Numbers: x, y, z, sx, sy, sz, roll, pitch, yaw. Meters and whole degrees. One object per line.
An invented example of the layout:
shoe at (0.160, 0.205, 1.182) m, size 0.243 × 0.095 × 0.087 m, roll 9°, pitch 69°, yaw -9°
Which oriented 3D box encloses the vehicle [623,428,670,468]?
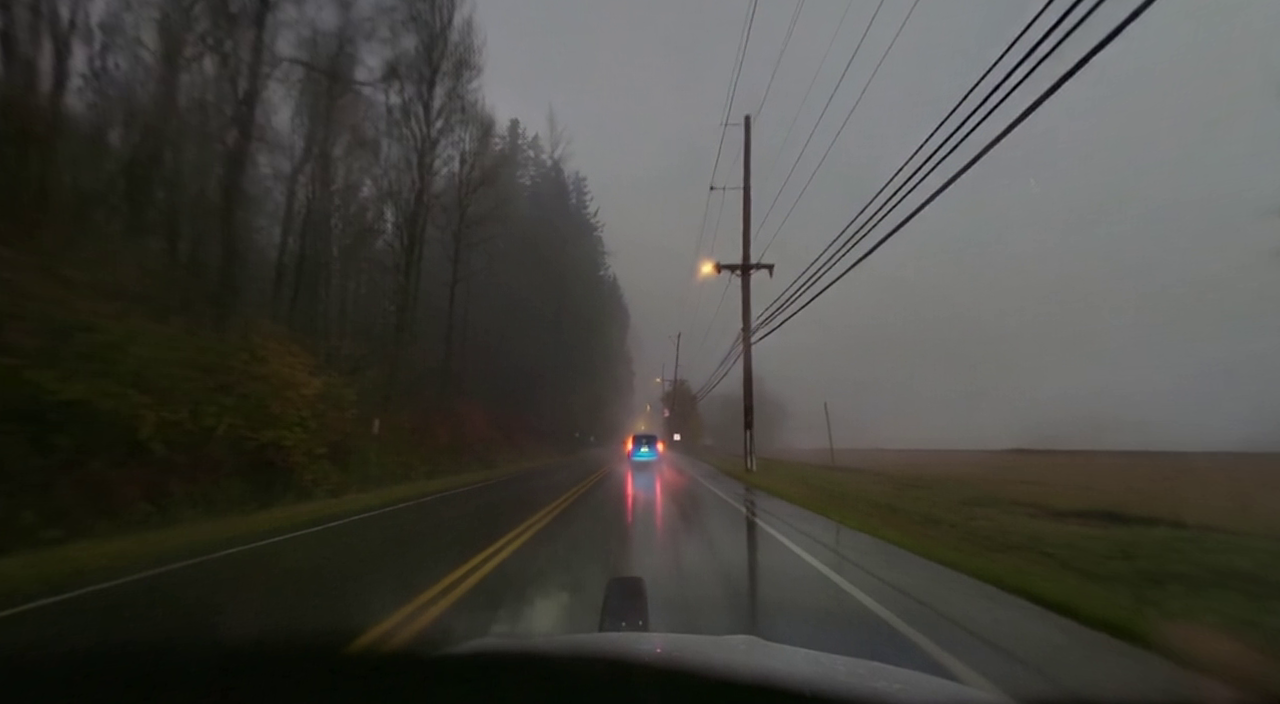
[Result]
vehicle at (0.325, 5.369, 35.420) m, size 2.468 × 2.056 × 4.422 m, roll 0°, pitch -8°, yaw 0°
